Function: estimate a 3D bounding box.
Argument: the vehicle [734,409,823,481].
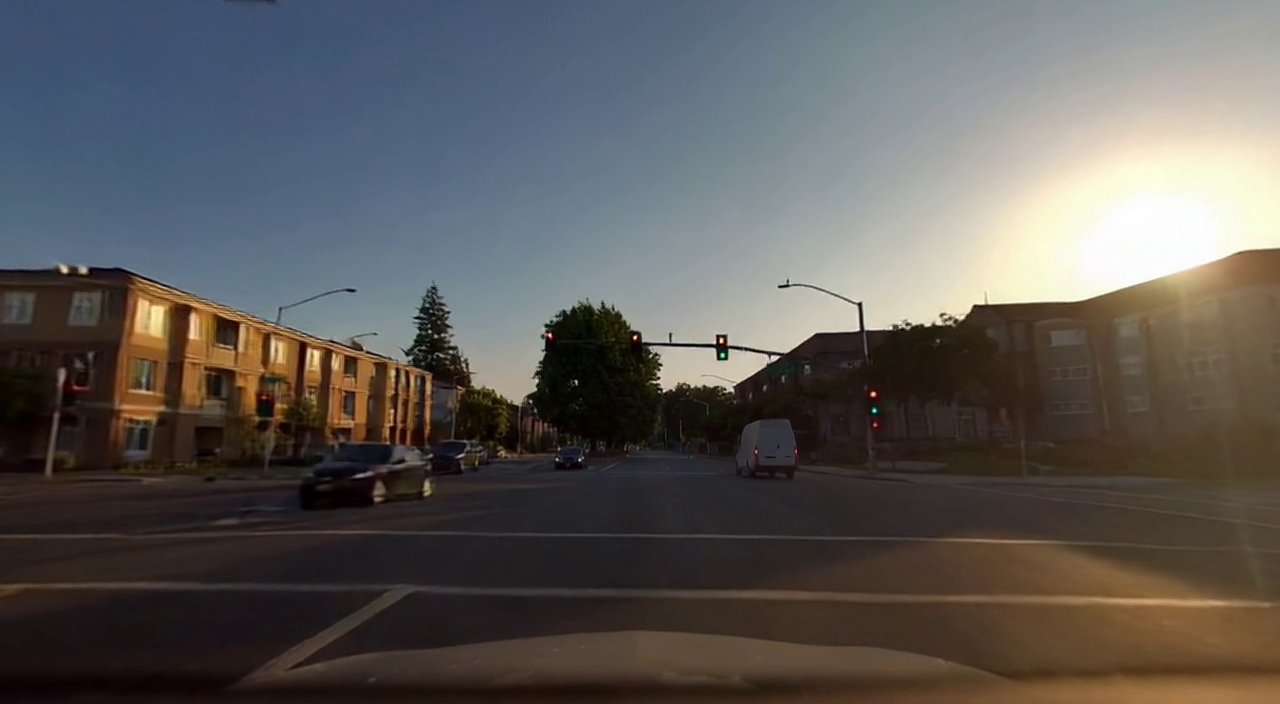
[{"bbox_3d":[6.832,4.773,32.230,2.802,3.208,7.459,0,-9,0],"label":"vehicle"}]

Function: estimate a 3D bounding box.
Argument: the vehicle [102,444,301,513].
[{"bbox_3d":[-11.113,3.196,16.469,2.018,1.519,4.360,0,-9,0],"label":"vehicle"}]

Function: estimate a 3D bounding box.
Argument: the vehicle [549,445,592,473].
[{"bbox_3d":[-4.076,6.317,37.434,2.003,1.539,4.396,-1,-8,1],"label":"vehicle"}]

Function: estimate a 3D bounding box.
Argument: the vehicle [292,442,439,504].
[{"bbox_3d":[-7.539,3.348,17.921,1.991,1.506,4.659,0,-9,1],"label":"vehicle"}]

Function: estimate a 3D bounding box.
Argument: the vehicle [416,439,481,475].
[{"bbox_3d":[-10.633,5.889,35.419,2.072,1.841,4.737,0,-9,1],"label":"vehicle"}]
